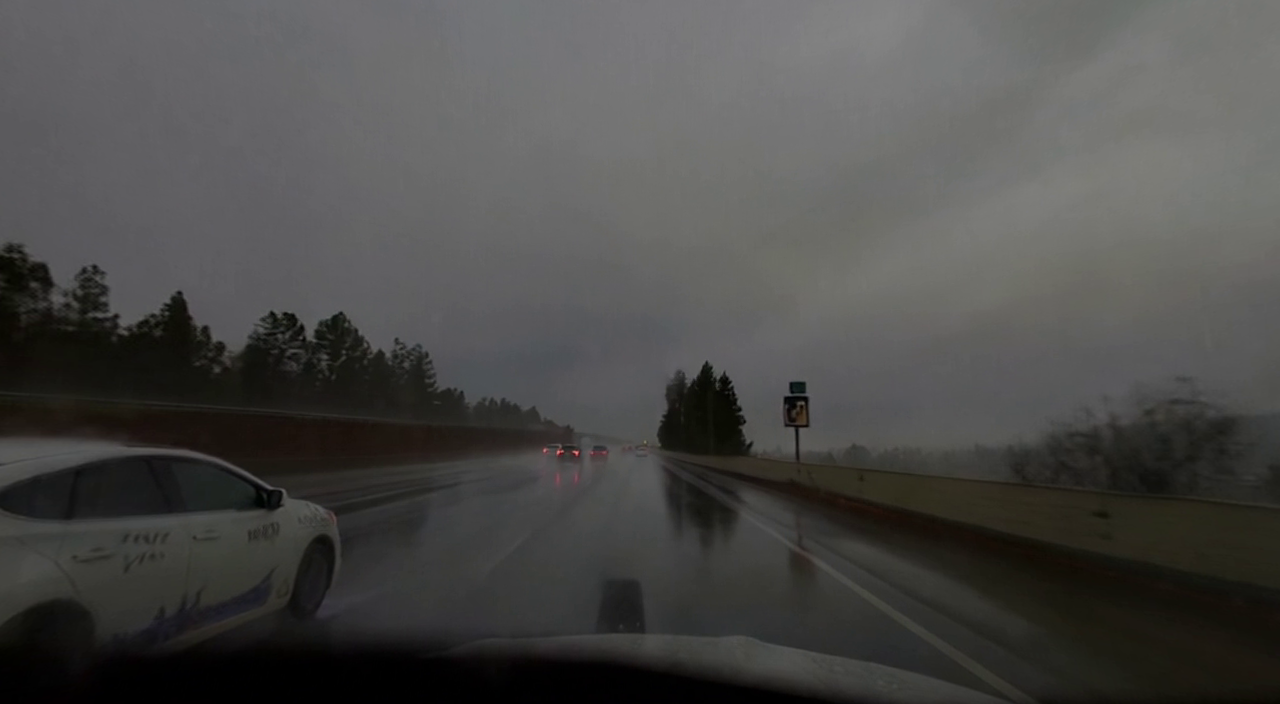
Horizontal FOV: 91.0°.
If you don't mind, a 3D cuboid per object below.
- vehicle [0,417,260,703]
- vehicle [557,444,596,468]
[{"bbox_3d":[-3.986,1.012,2.649,1.965,1.485,4.460,0,-9,0],"label":"vehicle"},{"bbox_3d":[-4.093,6.816,41.308,2.120,1.458,4.031,0,-9,1],"label":"vehicle"}]
